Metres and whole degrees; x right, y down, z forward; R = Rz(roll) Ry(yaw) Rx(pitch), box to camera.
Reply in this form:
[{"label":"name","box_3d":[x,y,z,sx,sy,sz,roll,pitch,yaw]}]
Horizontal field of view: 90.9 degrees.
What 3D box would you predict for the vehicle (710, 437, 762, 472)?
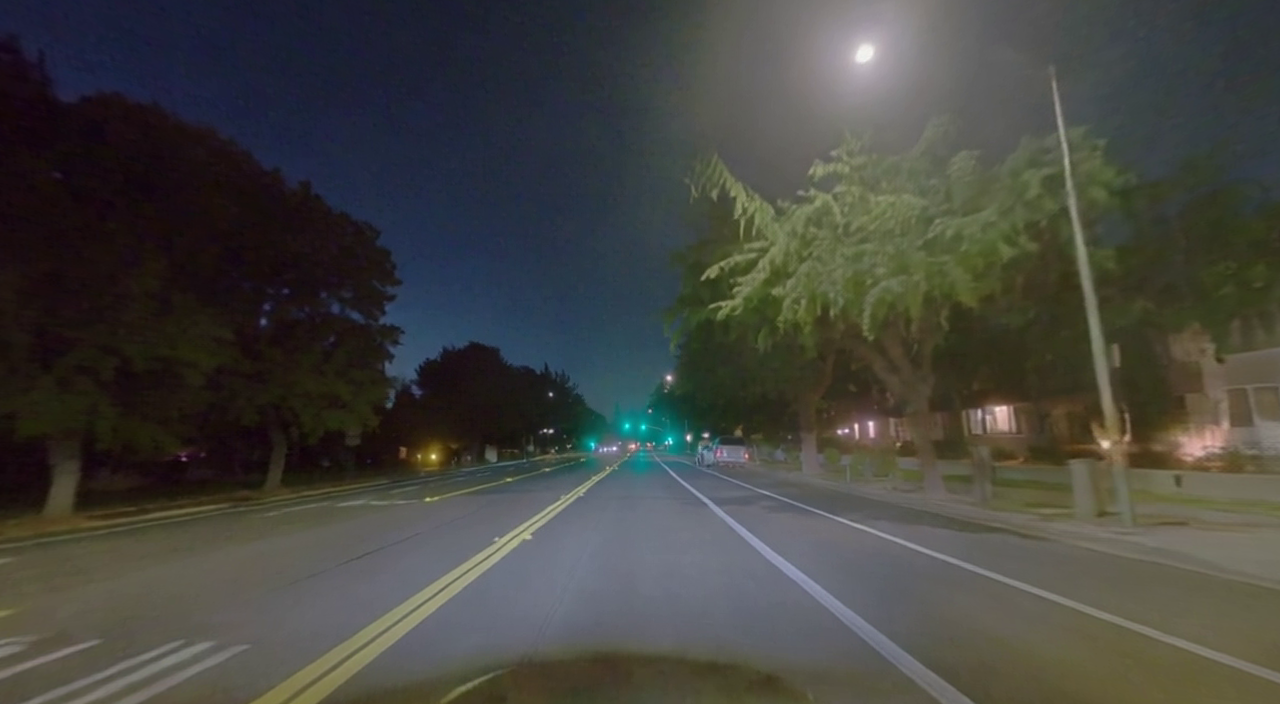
[{"label":"vehicle","box_3d":[5.298,5.774,35.525,2.160,1.800,4.646,0,-9,-1]}]
